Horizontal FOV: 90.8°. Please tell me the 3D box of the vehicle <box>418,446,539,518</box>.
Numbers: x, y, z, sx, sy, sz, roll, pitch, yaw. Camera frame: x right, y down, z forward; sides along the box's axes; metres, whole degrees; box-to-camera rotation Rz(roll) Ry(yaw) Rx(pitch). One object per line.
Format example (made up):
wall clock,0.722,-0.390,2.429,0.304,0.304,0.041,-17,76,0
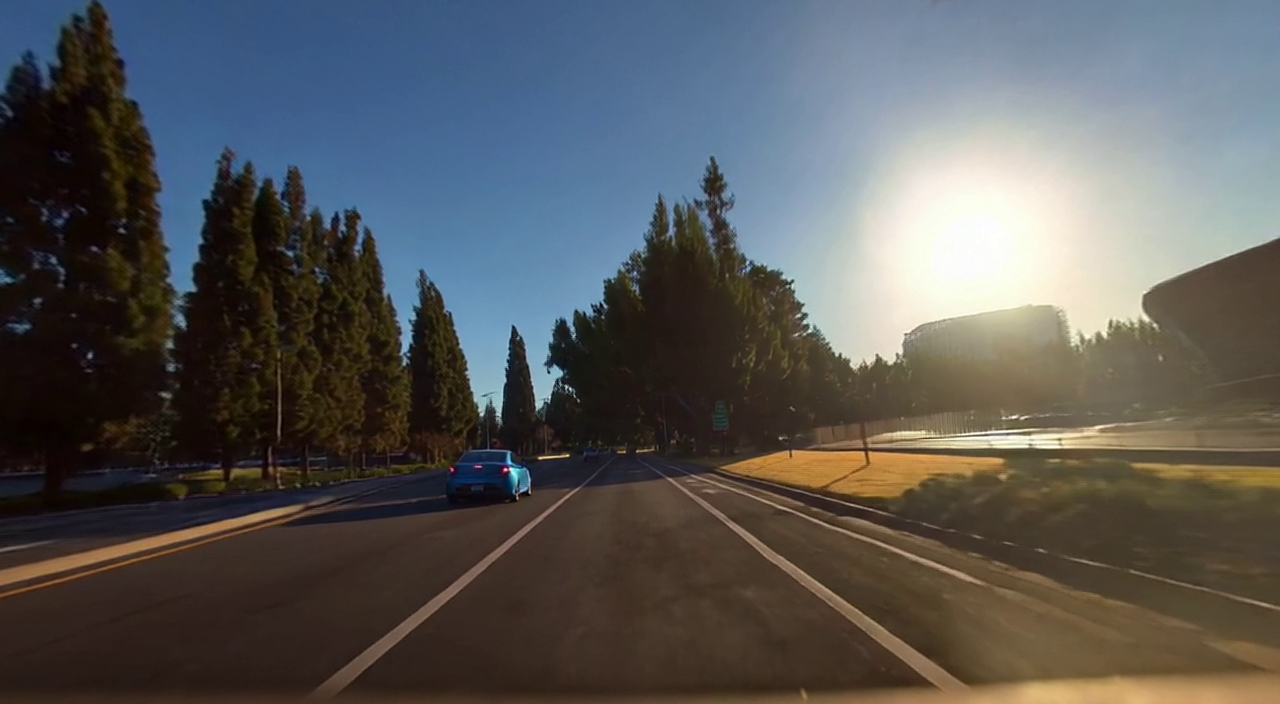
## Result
vehicle,-3.709,3.031,15.308,1.964,1.472,4.078,0,-8,-2
